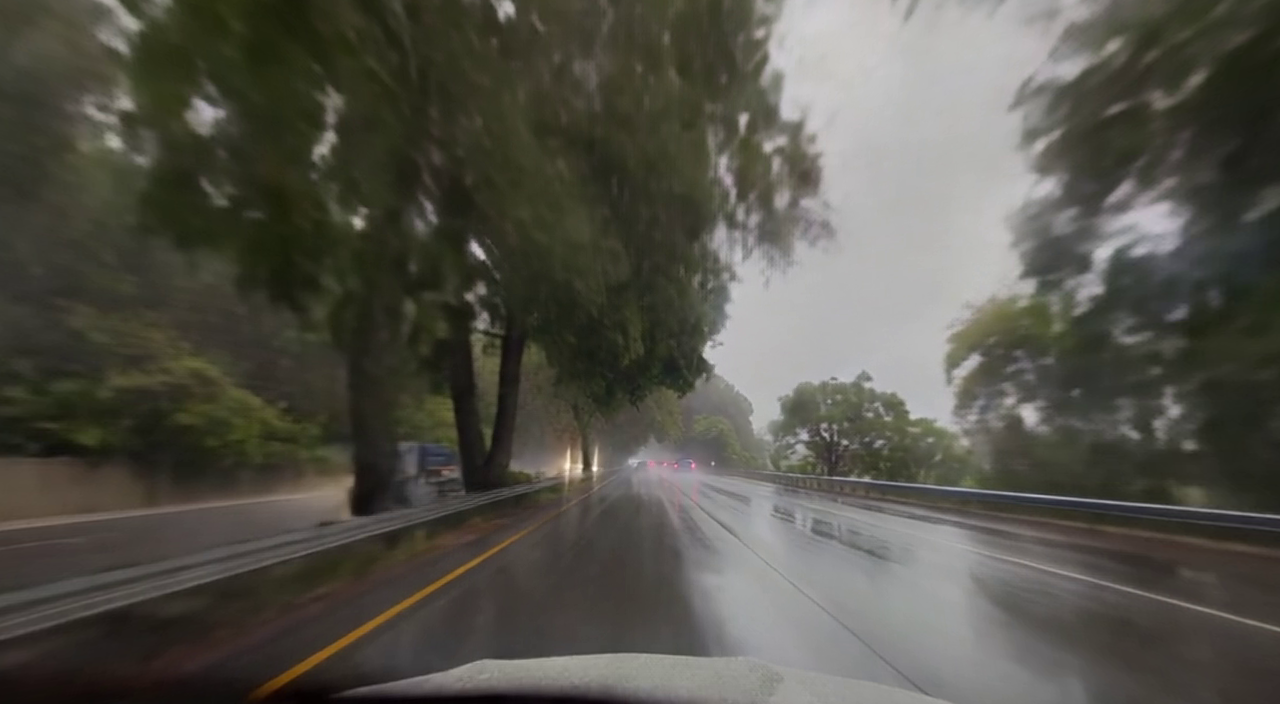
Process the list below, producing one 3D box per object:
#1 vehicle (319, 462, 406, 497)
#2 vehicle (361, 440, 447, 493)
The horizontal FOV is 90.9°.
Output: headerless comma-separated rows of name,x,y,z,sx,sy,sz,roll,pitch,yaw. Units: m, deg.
vehicle,-13.132,6.051,30.127,2.134,1.488,4.249,1,-10,1
vehicle,-13.252,6.523,35.931,2.526,2.716,5.691,0,-10,1
